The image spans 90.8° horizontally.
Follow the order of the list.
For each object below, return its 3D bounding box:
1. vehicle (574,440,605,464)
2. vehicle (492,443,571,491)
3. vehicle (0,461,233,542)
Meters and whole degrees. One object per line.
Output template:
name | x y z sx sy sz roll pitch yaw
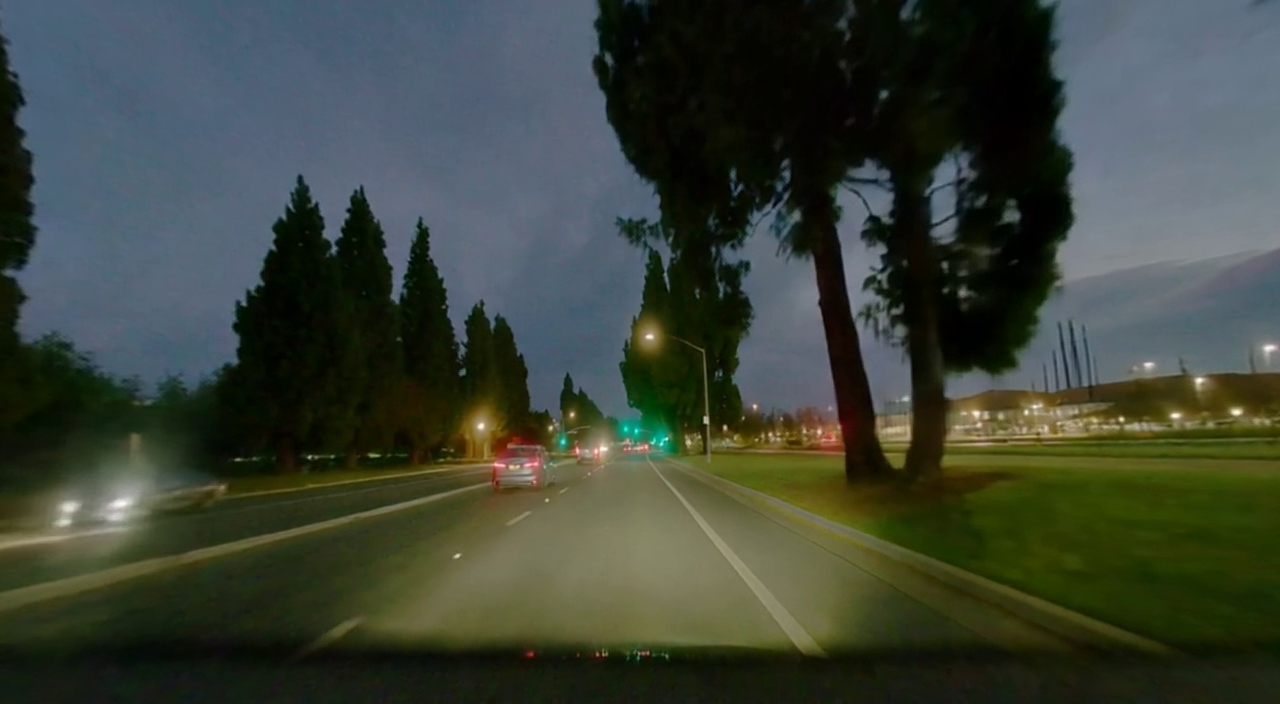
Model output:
vehicle | -3.912 7.876 49.819 2.077 1.725 4.153 0 -9 0
vehicle | -3.588 3.871 21.635 1.932 1.431 4.144 0 -9 1
vehicle | -11.758 3.259 14.418 1.924 1.430 4.417 -1 -9 1
